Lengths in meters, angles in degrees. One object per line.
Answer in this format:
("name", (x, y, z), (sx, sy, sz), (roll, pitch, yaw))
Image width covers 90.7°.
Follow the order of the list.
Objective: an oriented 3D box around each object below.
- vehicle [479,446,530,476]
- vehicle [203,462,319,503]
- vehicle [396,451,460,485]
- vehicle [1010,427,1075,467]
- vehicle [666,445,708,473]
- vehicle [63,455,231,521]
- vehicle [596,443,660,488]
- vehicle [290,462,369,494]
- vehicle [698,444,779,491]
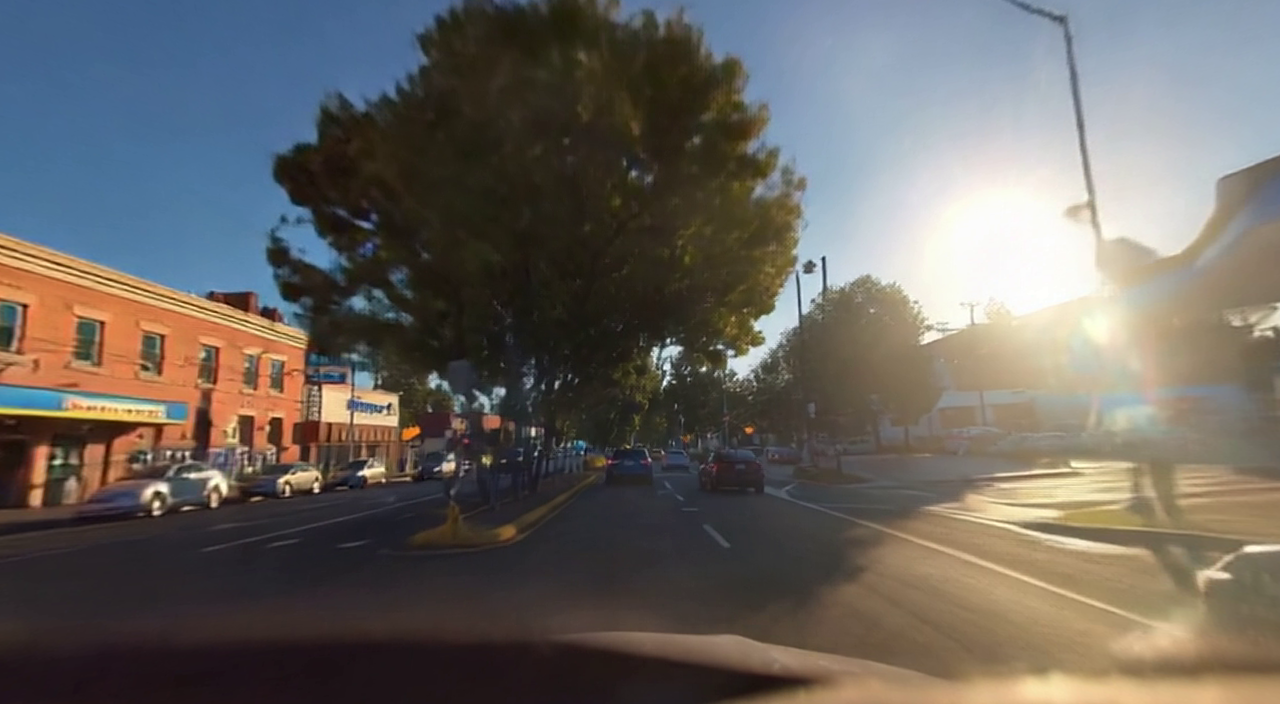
("vehicle", (-8.544, 6.899, 40.206), (2.273, 1.748, 4.379), (-1, -9, 0))
("vehicle", (-15.600, 5.361, 26.379), (1.871, 1.452, 4.579), (-1, -9, 2))
("vehicle", (-11.260, 6.163, 33.961), (1.997, 1.677, 4.327), (-1, -9, -1))
("vehicle", (18.560, 4.422, 29.357), (1.937, 1.691, 4.746), (-5, -10, 26))
("vehicle", (2.744, 6.397, 37.971), (2.098, 1.527, 3.966), (0, -9, -2))
("vehicle", (-15.603, 4.276, 20.410), (1.979, 1.819, 4.308), (0, -9, -2))
("vehicle", (-0.460, 4.317, 24.390), (2.232, 1.508, 4.319), (0, -9, -1))
("vehicle", (-15.497, 6.288, 31.875), (1.711, 1.351, 4.565), (-1, -9, -1))
("vehicle", (3.337, 3.999, 22.233), (2.060, 1.471, 4.168), (0, -9, -2))
